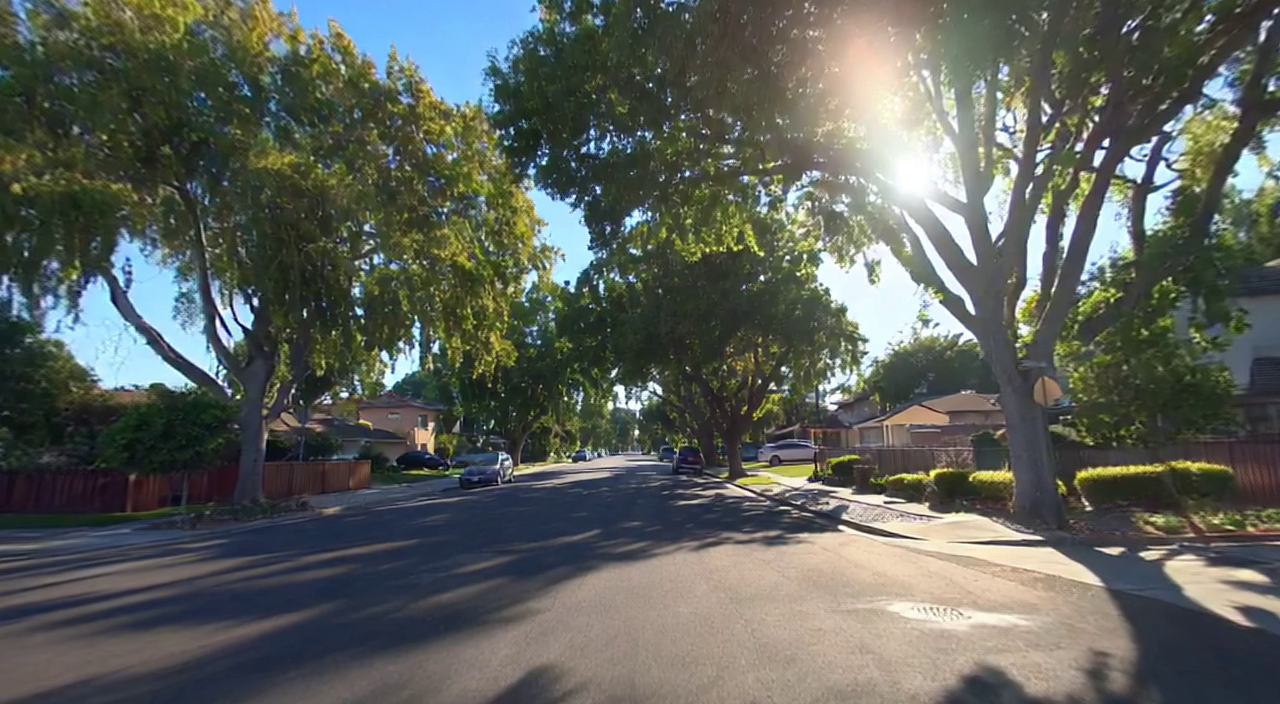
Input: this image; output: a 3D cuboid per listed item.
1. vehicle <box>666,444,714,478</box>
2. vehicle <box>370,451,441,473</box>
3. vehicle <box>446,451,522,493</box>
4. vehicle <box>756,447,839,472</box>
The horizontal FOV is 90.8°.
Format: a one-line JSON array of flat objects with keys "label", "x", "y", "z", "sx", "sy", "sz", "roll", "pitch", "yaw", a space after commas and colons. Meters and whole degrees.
[{"label": "vehicle", "x": 2.894, "y": 6.438, "z": 37.737, "sx": 2.241, "sy": 1.875, "sz": 5.059, "roll": 0, "pitch": -8, "yaw": -2}, {"label": "vehicle", "x": -16.570, "y": 7.765, "z": 44.803, "sx": 4.276, "sy": 1.463, "sz": 1.832, "roll": -1, "pitch": -8, "yaw": 6}, {"label": "vehicle", "x": -6.616, "y": 5.127, "z": 27.335, "sx": 2.099, "sy": 1.399, "sz": 4.357, "roll": -4, "pitch": -7, "yaw": 1}, {"label": "vehicle", "x": 10.203, "y": 7.010, "z": 41.204, "sx": 5.041, "sy": 1.486, "sz": 1.969, "roll": -2, "pitch": -9, "yaw": 9}]
